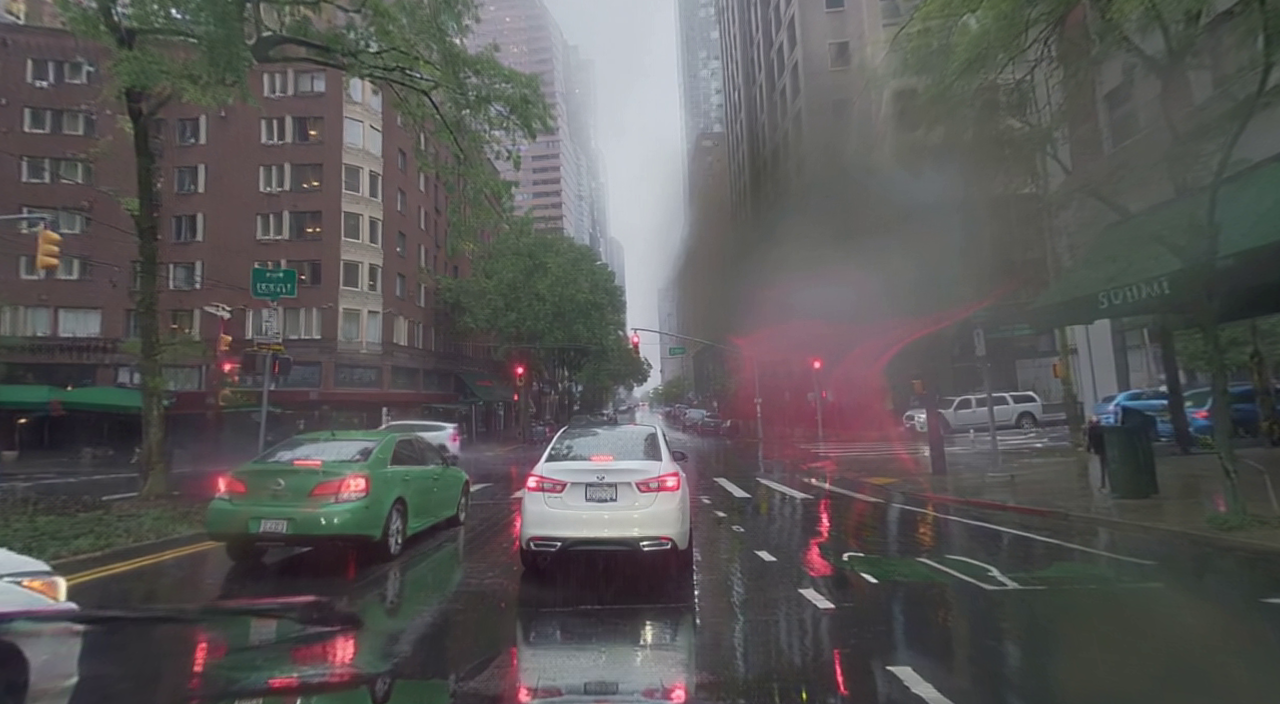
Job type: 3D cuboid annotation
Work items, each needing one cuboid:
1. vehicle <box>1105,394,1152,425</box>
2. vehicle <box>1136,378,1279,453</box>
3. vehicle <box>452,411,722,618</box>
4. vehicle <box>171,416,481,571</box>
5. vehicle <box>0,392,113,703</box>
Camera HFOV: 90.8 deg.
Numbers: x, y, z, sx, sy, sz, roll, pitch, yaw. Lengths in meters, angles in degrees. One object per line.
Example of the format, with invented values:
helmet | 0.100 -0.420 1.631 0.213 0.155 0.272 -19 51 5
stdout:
vehicle | 30.140 3.595 38.934 1.958 1.667 4.392 -7 -11 39
vehicle | 21.638 2.356 22.867 5.863 2.493 2.354 2 -9 -12
vehicle | -0.411 1.498 6.722 1.999 1.520 3.896 0 -8 -1
vehicle | -3.685 1.732 8.508 1.934 1.522 4.287 0 -8 0
vehicle | -3.910 0.704 1.180 1.995 1.524 4.438 0 -8 0
